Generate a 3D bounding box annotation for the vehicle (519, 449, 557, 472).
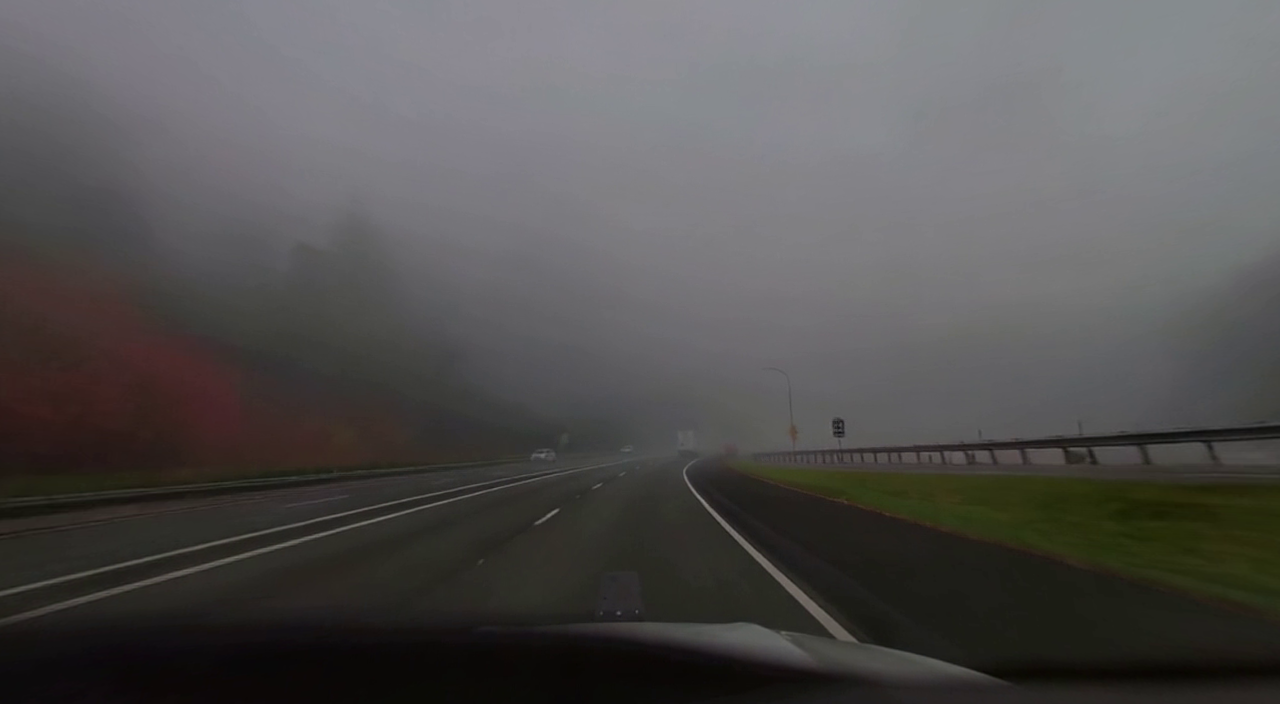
[{"bbox_3d":[-7.225,7.712,44.691,1.858,1.498,4.096,-1,-9,3],"label":"vehicle"}]
